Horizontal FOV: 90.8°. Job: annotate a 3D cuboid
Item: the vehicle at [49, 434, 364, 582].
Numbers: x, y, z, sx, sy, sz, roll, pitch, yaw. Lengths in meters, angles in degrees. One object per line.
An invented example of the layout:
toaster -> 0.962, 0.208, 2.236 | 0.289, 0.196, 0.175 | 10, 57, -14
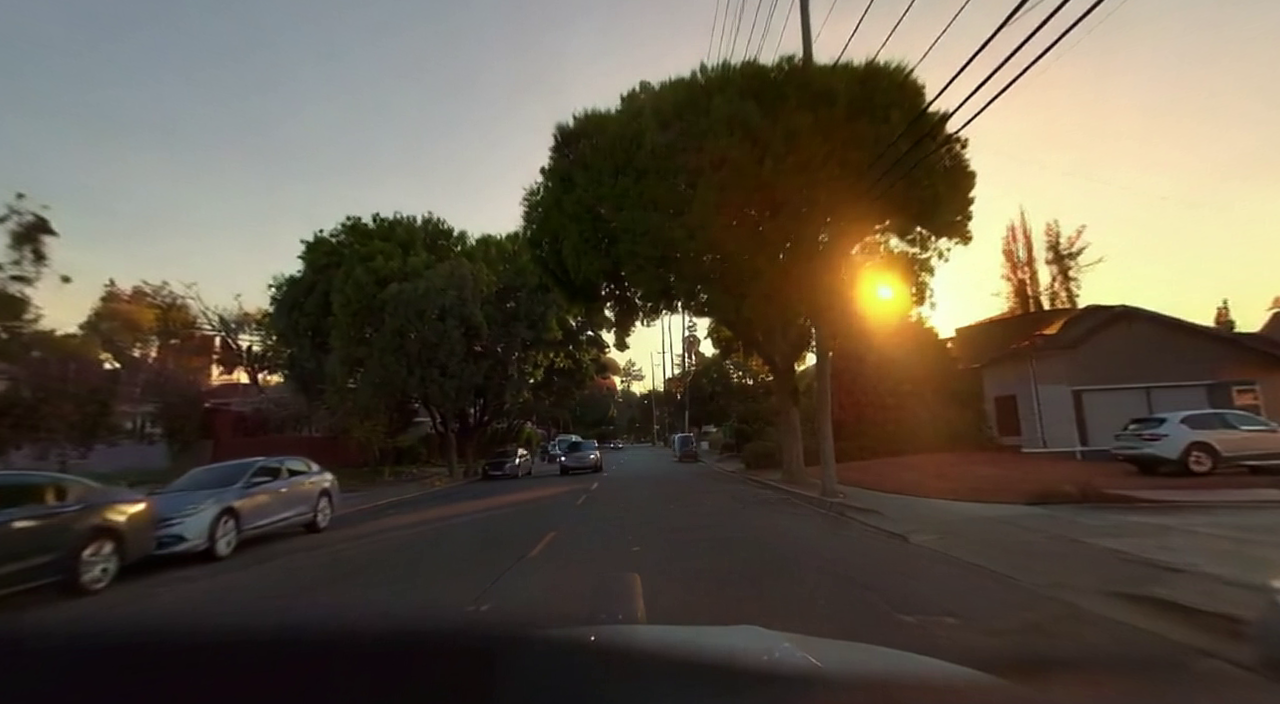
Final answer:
vehicle -> -6.634, 2.358, 10.530 | 1.985, 1.712, 4.703 | -5, -8, -1

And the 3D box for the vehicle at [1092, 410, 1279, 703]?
vehicle -> 3.746, 0.787, 1.231 | 2.108, 1.493, 4.878 | 0, -8, 0

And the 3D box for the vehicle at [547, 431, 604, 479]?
vehicle -> -3.049, 4.994, 30.765 | 2.154, 2.051, 4.571 | -2, -9, 2

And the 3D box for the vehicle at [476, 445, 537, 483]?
vehicle -> -6.457, 5.427, 30.946 | 2.055, 1.666, 4.168 | -2, -9, 1

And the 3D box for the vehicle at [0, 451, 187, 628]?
vehicle -> -6.456, 1.666, 5.285 | 1.995, 1.469, 4.931 | -4, -8, -4
